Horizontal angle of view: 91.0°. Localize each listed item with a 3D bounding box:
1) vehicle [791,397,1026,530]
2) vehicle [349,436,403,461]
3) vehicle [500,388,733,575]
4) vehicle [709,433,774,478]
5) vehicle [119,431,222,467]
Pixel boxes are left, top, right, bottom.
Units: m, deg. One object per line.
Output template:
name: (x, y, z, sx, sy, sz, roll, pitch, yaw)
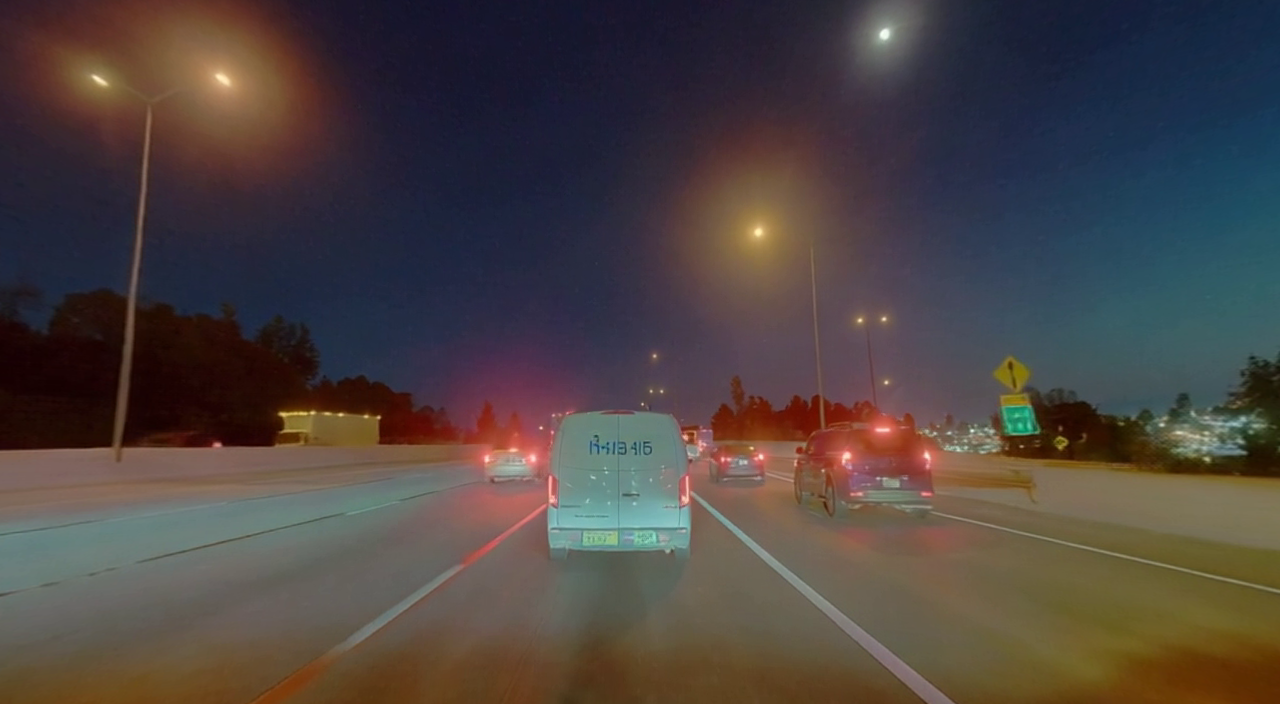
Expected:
vehicle: (4.726, 2.095, 12.291, 2.179, 1.999, 5.331, 1, -9, -1)
vehicle: (-16.055, 5.887, 38.467, 1.619, 1.467, 3.619, 0, -8, 1)
vehicle: (-0.198, 1.603, 8.479, 2.287, 1.823, 4.369, 0, -9, 1)
vehicle: (4.211, 4.383, 26.843, 2.064, 1.720, 4.416, 0, -9, 1)
vehicle: (-19.333, 4.010, 26.112, 1.541, 1.399, 3.472, 1, -8, 0)
